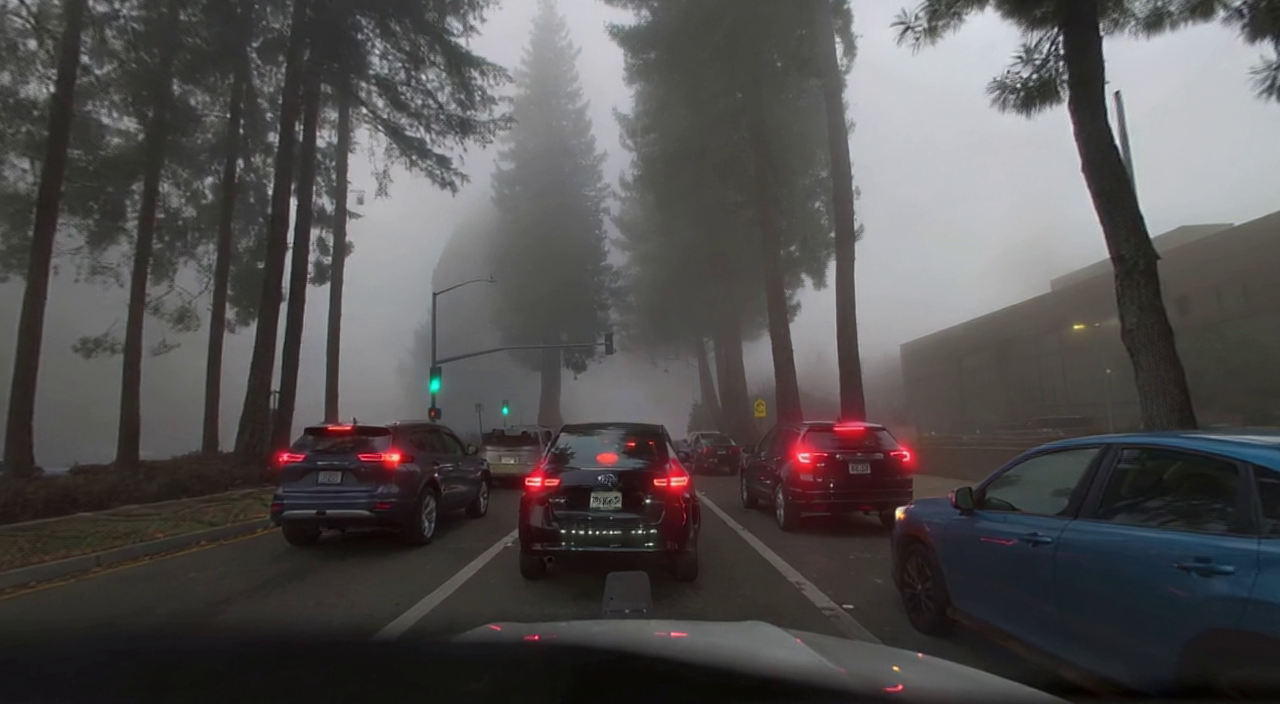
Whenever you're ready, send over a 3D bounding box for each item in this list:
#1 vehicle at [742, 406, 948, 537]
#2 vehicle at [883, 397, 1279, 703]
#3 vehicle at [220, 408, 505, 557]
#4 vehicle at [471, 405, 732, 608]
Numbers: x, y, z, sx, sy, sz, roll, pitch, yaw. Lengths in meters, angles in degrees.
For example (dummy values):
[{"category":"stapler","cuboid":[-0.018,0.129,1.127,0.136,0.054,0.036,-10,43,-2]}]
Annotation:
[{"category":"vehicle","cuboid":[3.344,2.076,11.535,2.117,1.879,4.715,0,-8,-1]},{"category":"vehicle","cuboid":[3.245,1.076,3.410,2.045,1.459,4.462,0,-8,-1]},{"category":"vehicle","cuboid":[-3.753,1.872,9.794,2.141,1.718,4.809,0,-8,1]},{"category":"vehicle","cuboid":[-0.359,1.584,7.419,2.114,1.631,4.459,0,-8,-1]}]
